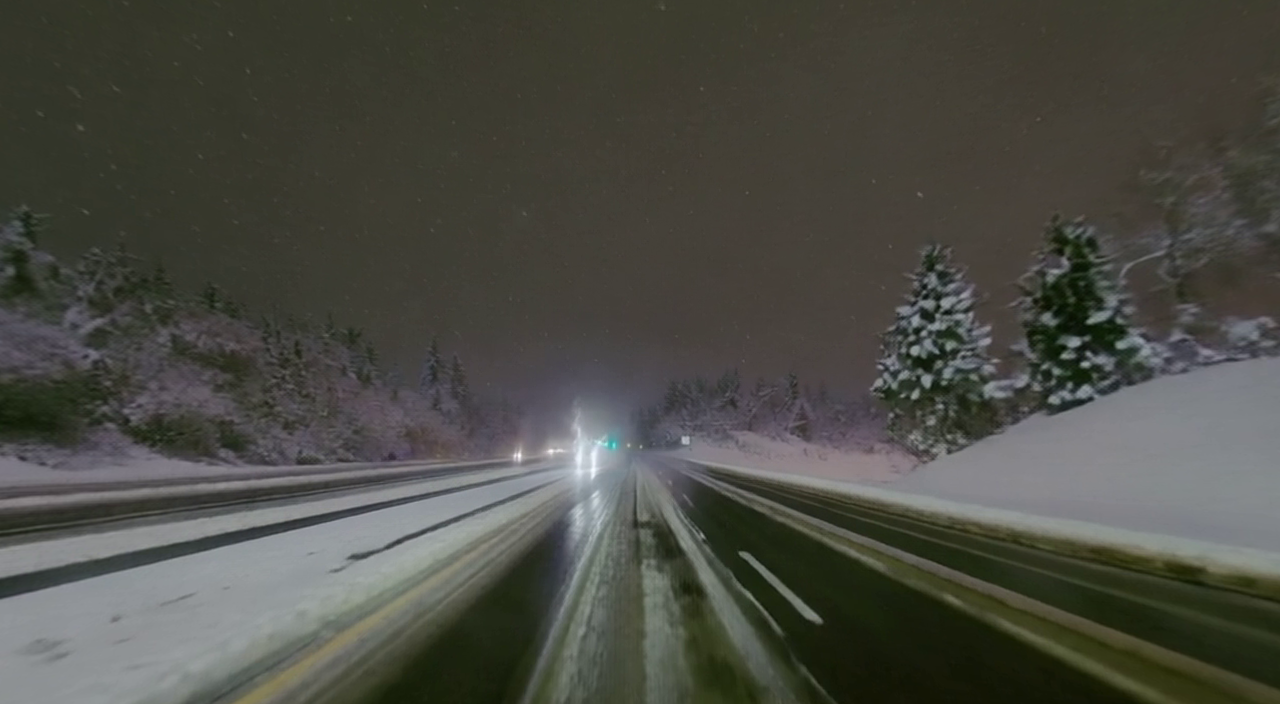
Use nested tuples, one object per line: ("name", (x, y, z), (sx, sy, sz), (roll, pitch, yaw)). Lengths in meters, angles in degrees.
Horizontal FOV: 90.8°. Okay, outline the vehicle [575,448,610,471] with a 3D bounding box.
("vehicle", (-3.242, 7.483, 44.103), (1.722, 1.523, 3.736), (-1, -9, 7))
